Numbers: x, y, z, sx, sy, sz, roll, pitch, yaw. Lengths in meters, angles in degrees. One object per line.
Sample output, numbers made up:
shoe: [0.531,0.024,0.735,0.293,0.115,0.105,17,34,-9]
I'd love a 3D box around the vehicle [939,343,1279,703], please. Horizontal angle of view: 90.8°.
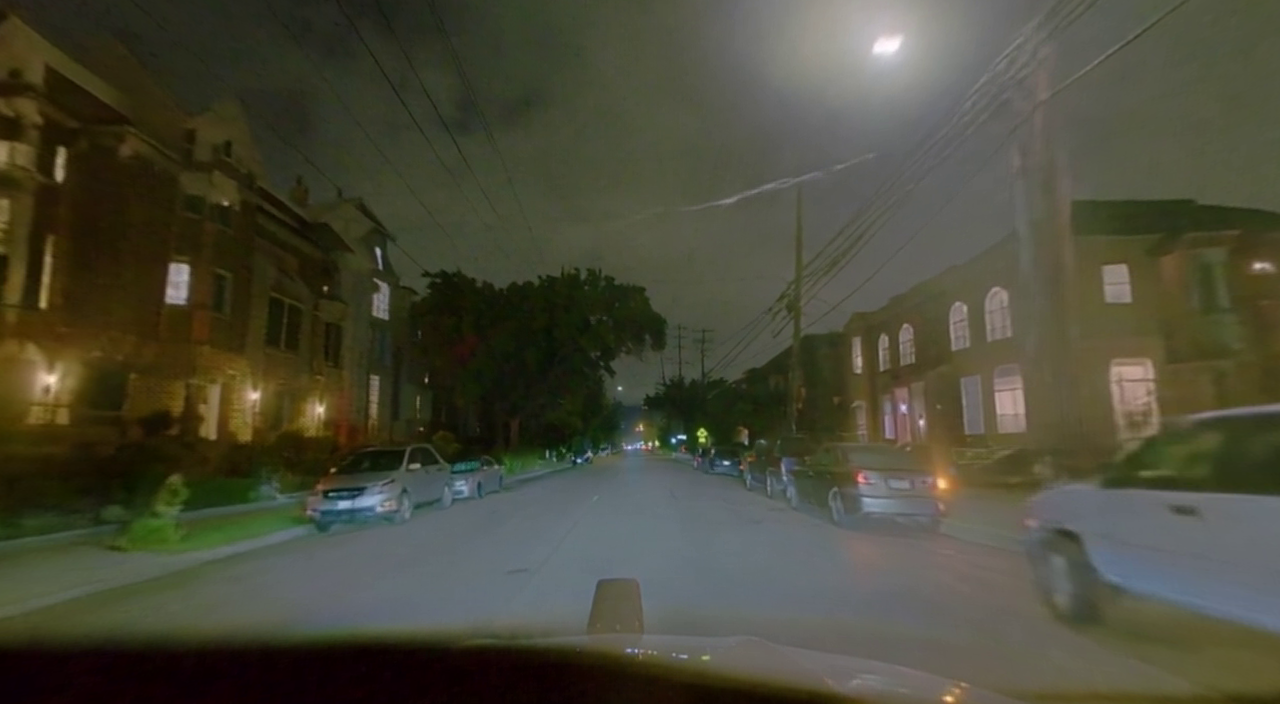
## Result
vehicle: [4.129,0.939,3.270,2.279,1.848,5.577,0,-9,-2]

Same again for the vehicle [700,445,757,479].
vehicle: [4.136,5.201,30.154,1.930,1.470,4.738,0,-9,-1]

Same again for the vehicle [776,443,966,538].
vehicle: [3.966,2.430,11.811,1.804,1.422,4.497,0,-9,-1]

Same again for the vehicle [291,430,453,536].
vehicle: [-5.716,2.764,14.176,2.046,1.825,4.627,-2,-7,-6]

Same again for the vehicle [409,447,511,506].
vehicle: [-5.698,3.952,20.637,1.991,1.464,4.763,-3,-7,0]
